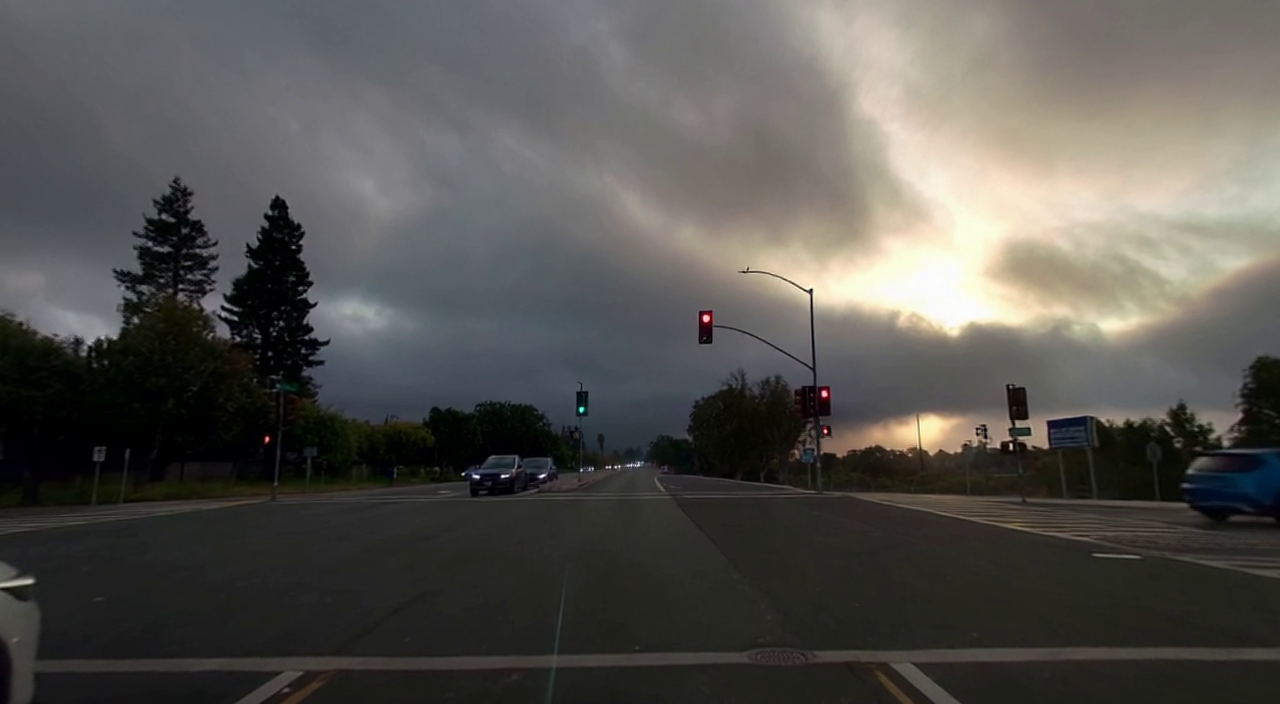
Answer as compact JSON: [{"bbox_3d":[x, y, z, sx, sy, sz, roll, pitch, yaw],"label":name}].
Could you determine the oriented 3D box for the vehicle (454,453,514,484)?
[{"bbox_3d":[-8.034,6.017,32.807,1.960,1.433,4.213,0,-8,1],"label":"vehicle"}]

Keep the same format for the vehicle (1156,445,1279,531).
[{"bbox_3d":[12.964,2.558,12.192,4.404,1.486,1.841,0,-8,-3],"label":"vehicle"}]

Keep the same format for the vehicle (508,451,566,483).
[{"bbox_3d":[-5.237,5.933,32.850,2.107,1.456,4.728,0,-8,2],"label":"vehicle"}]

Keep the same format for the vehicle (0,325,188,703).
[{"bbox_3d":[-3.480,0.586,0.896,2.242,1.761,4.505,0,-8,1],"label":"vehicle"}]
